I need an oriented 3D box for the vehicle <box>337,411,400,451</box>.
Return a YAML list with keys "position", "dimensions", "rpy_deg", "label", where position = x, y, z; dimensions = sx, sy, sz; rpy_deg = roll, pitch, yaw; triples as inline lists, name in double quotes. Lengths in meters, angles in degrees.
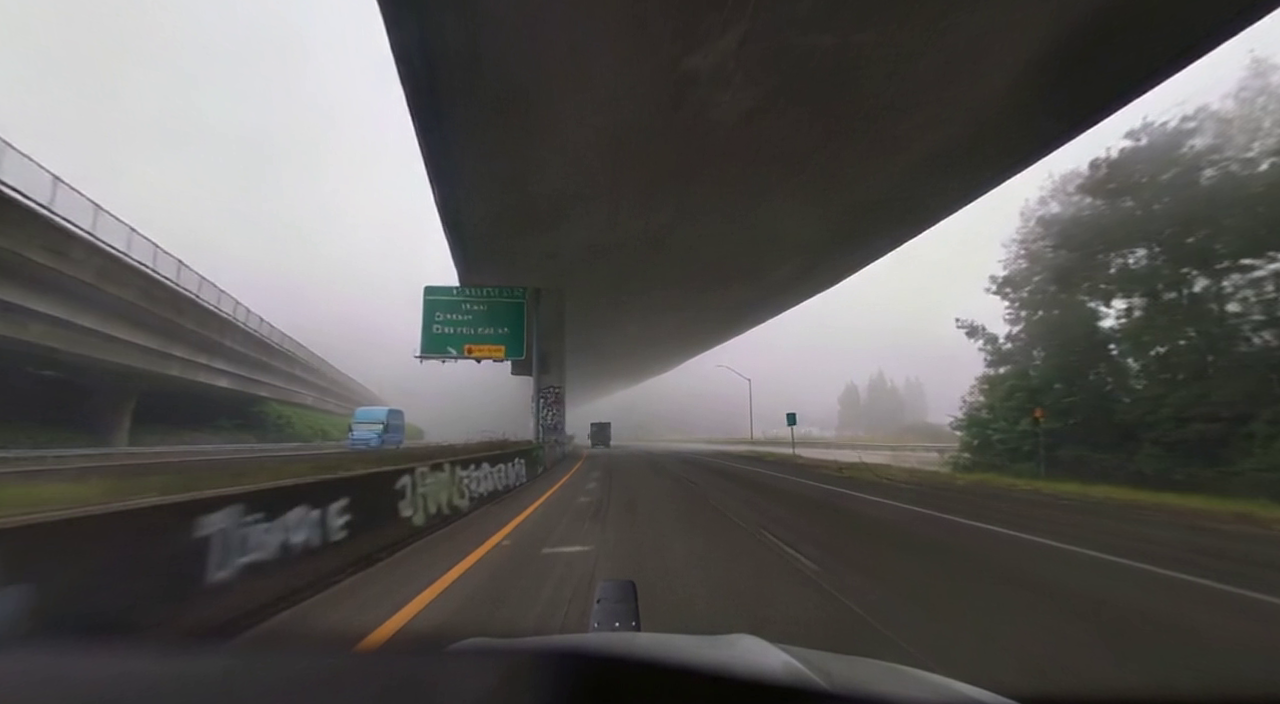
- position: [-20.369, 5.986, 47.602]
  dimensions: [2.354, 2.823, 5.911]
  rpy_deg: [1, -8, -3]
  label: "vehicle"
